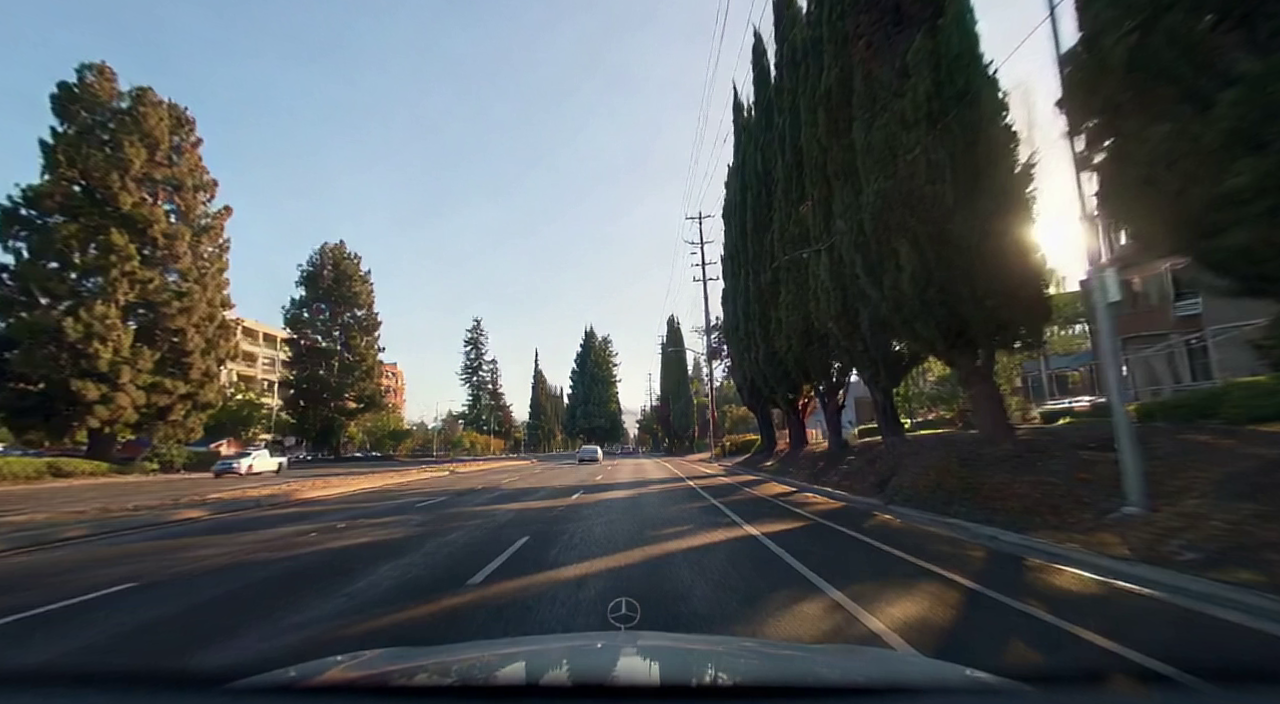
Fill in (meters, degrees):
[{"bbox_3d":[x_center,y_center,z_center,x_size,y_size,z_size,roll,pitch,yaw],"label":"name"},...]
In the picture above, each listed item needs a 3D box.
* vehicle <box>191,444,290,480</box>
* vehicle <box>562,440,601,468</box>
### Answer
[{"bbox_3d":[-21.314,5.856,33.999,2.066,1.794,4.786,0,-8,1],"label":"vehicle"},{"bbox_3d":[-3.708,6.522,40.564,2.121,1.654,3.993,0,-8,0],"label":"vehicle"}]
